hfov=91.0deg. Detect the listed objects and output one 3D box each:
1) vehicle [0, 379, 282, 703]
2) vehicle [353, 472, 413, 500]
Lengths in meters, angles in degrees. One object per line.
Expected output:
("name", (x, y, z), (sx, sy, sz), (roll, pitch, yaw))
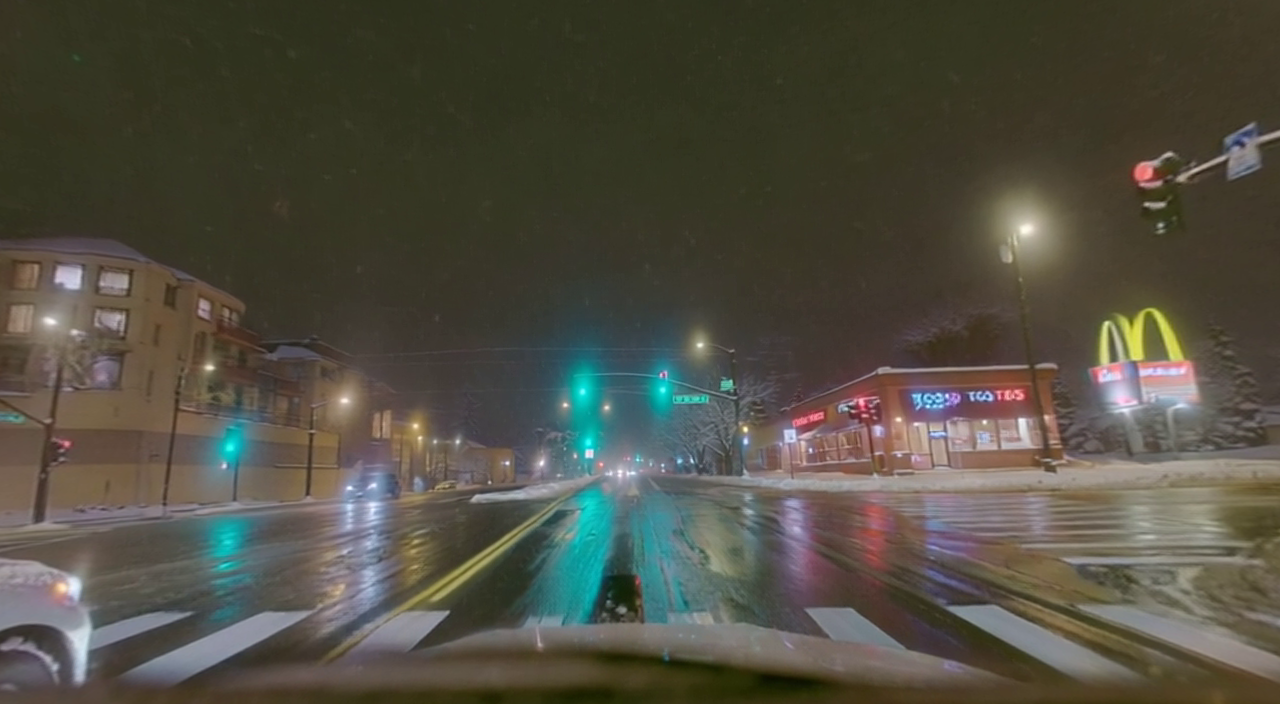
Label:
("vehicle", (-3.386, 0.832, 1.640), (2.081, 1.644, 4.523), (0, -9, 2))
("vehicle", (-15.820, 8.246, 39.031), (1.931, 1.471, 4.152), (0, -9, 1))
